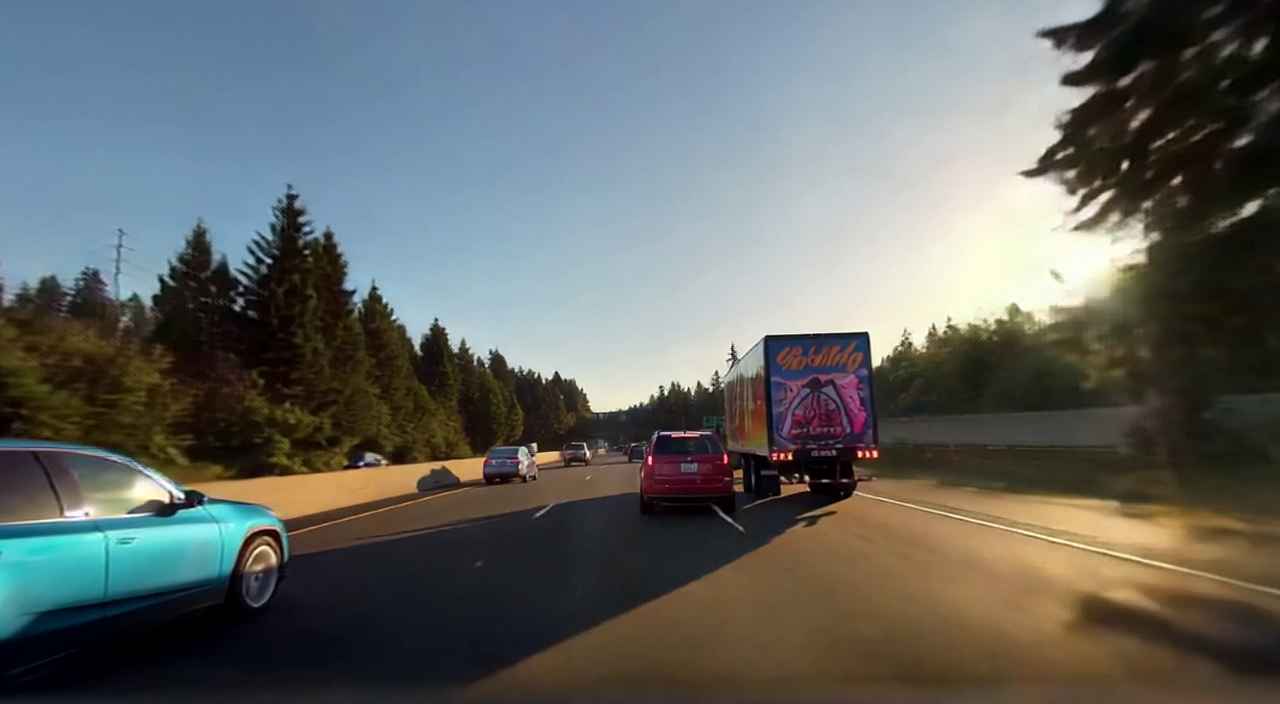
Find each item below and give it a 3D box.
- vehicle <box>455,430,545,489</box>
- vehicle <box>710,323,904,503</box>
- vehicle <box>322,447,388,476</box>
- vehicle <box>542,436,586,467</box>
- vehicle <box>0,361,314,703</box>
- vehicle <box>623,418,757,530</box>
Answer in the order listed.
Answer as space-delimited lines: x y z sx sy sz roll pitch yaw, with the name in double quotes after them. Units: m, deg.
-4.250 3.315 19.740 1.905 1.642 3.803 0 -8 1 "vehicle"
4.537 2.366 21.409 2.828 4.081 14.220 0 -8 0 "vehicle"
-15.869 6.103 35.276 1.772 1.495 3.954 0 -8 1 "vehicle"
-4.380 5.795 36.905 2.014 1.683 4.275 0 -8 1 "vehicle"
-4.040 0.963 3.548 1.983 1.666 4.452 0 -8 0 "vehicle"
0.712 2.091 11.273 2.017 1.662 3.543 0 -8 -1 "vehicle"
